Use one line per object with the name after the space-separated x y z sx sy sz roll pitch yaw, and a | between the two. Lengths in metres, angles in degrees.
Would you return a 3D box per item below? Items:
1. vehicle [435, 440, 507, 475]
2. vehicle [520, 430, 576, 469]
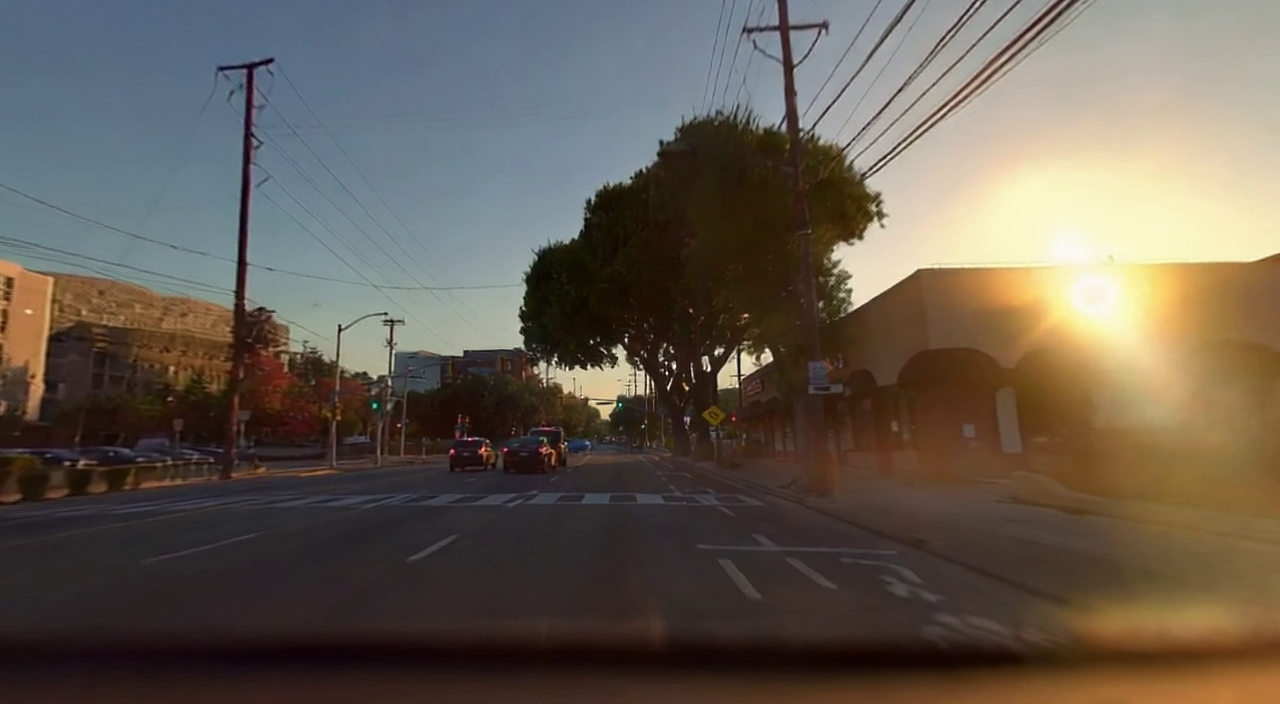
-7.455 4.690 28.284 2.010 1.455 4.271 0 -8 1 | vehicle
-4.829 5.198 33.806 2.371 1.926 5.099 0 -8 -2 | vehicle
